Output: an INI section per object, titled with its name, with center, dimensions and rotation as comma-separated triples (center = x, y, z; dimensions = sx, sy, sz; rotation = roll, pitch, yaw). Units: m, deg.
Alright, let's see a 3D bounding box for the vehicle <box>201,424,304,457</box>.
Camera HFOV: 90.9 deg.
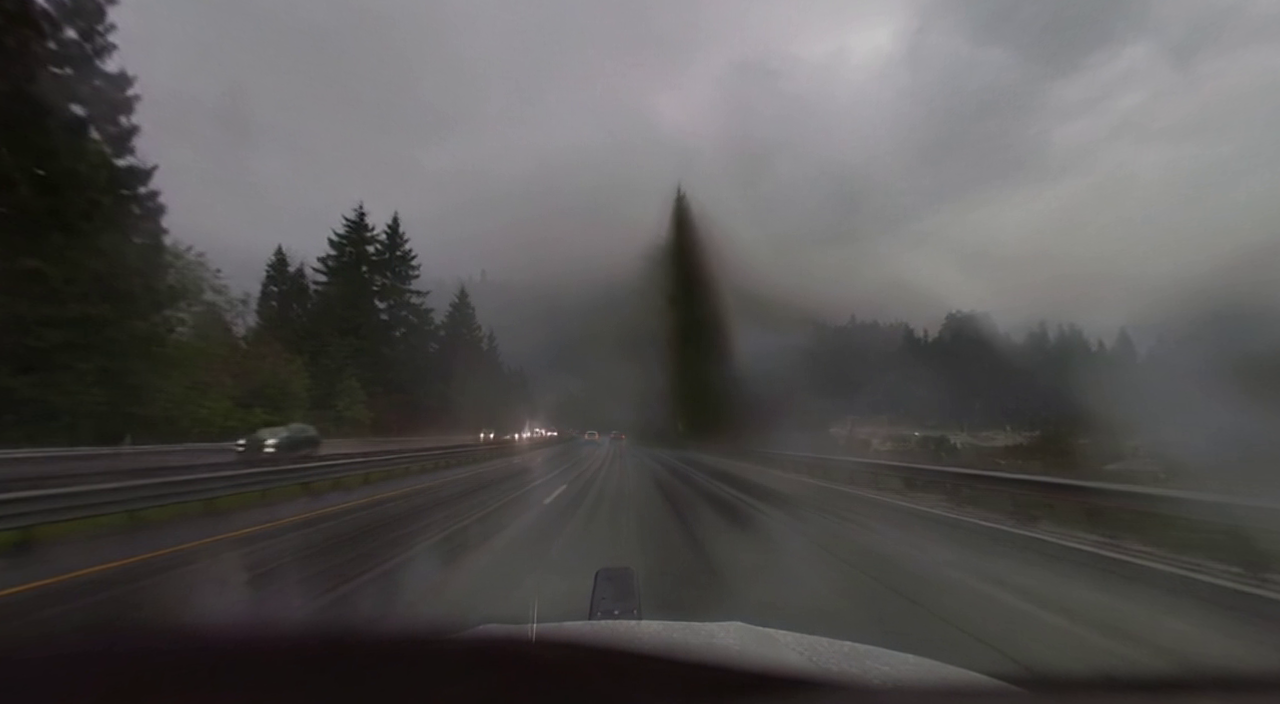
[vehicle]
center = -17.544, 4.039, 28.835
dimensions = 1.838, 1.376, 4.687
rotation = 0, -8, -1
